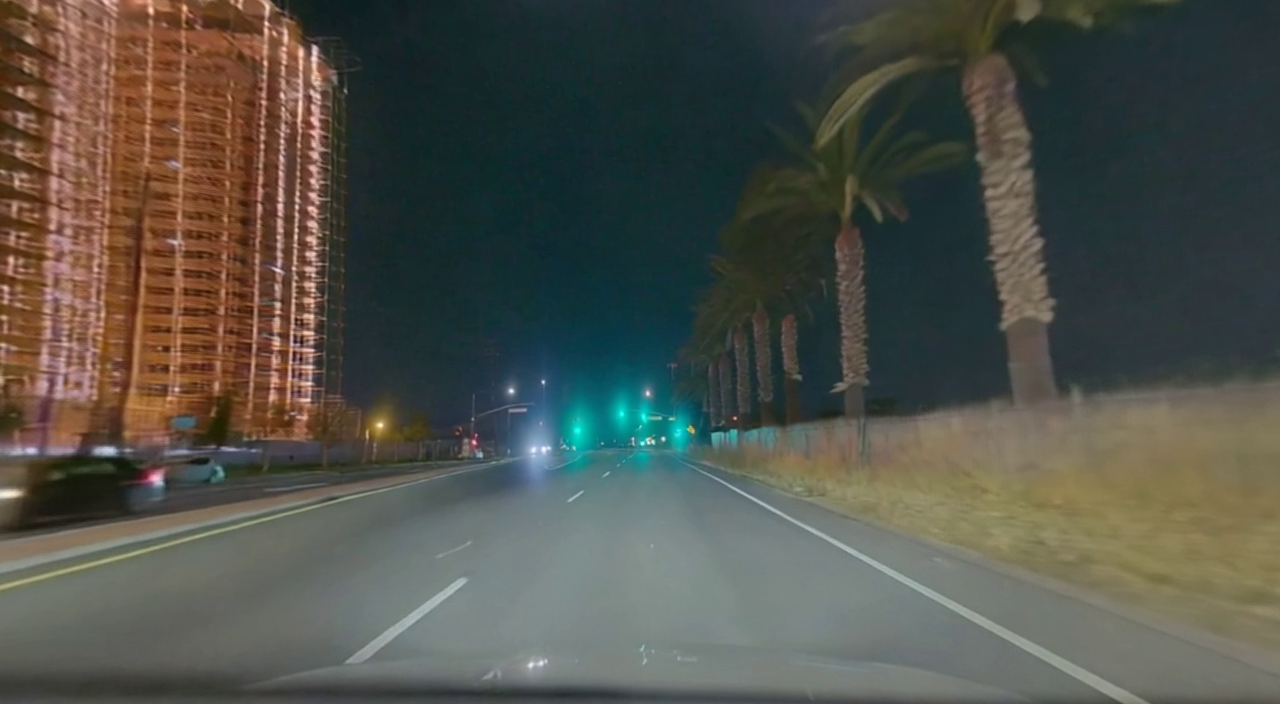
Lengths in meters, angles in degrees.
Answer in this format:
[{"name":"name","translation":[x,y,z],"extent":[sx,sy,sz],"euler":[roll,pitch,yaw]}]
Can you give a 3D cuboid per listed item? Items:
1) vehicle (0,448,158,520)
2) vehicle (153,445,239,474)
[{"name":"vehicle","translation":[-14.745,3.128,15.522],"extent":[2.113,1.478,4.828],"euler":[0,-8,-3]},{"name":"vehicle","translation":[-29.528,7.117,42.186],"extent":[2.213,1.795,5.964],"euler":[1,-8,-9]}]
